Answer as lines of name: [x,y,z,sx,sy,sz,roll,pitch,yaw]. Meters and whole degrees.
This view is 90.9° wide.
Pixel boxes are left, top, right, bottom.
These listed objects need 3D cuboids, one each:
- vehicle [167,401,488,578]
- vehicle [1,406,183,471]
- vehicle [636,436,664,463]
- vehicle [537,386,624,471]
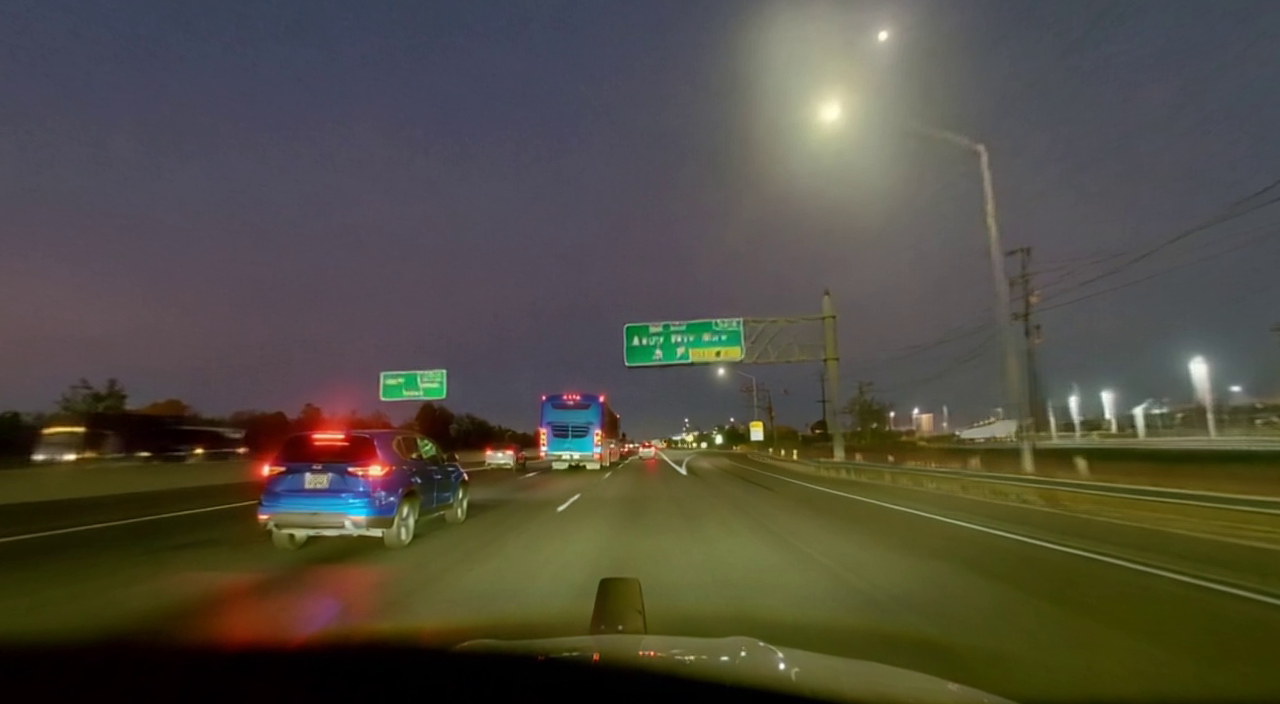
vehicle: [-3.601,1.670,8.383,2.021,1.730,4.223,0,-9,1]
vehicle: [-32.227,5.227,37.735,3.549,3.429,7.908,0,-9,1]
vehicle: [0.742,7.704,49.981,2.083,2.001,4.782,0,-9,0]
vehicle: [-2.794,4.358,34.022,3.382,3.712,11.766,1,-9,1]
